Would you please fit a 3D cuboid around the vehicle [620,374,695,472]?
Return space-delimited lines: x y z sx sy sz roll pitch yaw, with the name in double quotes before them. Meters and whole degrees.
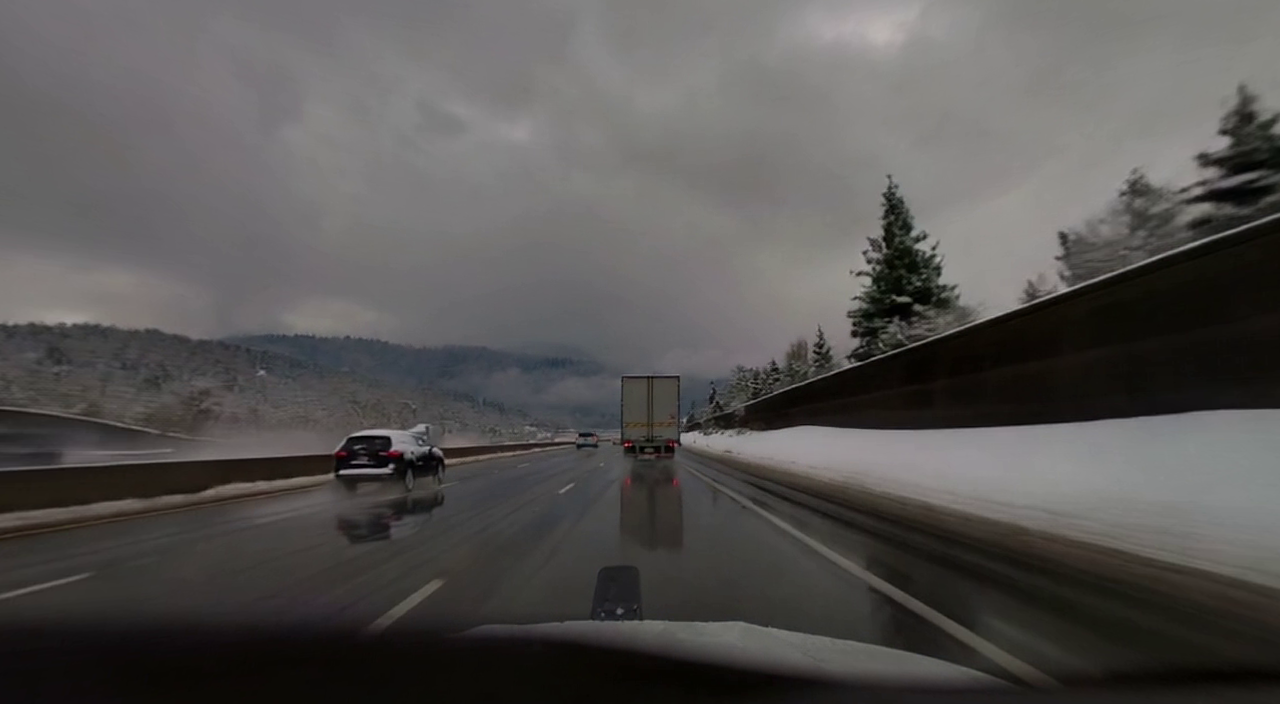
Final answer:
"vehicle" 0.559 3.486 29.947 2.921 3.765 10.773 0 -8 -1

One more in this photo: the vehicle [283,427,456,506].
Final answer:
"vehicle" -6.018 2.579 14.760 1.982 1.535 4.519 0 -8 1
